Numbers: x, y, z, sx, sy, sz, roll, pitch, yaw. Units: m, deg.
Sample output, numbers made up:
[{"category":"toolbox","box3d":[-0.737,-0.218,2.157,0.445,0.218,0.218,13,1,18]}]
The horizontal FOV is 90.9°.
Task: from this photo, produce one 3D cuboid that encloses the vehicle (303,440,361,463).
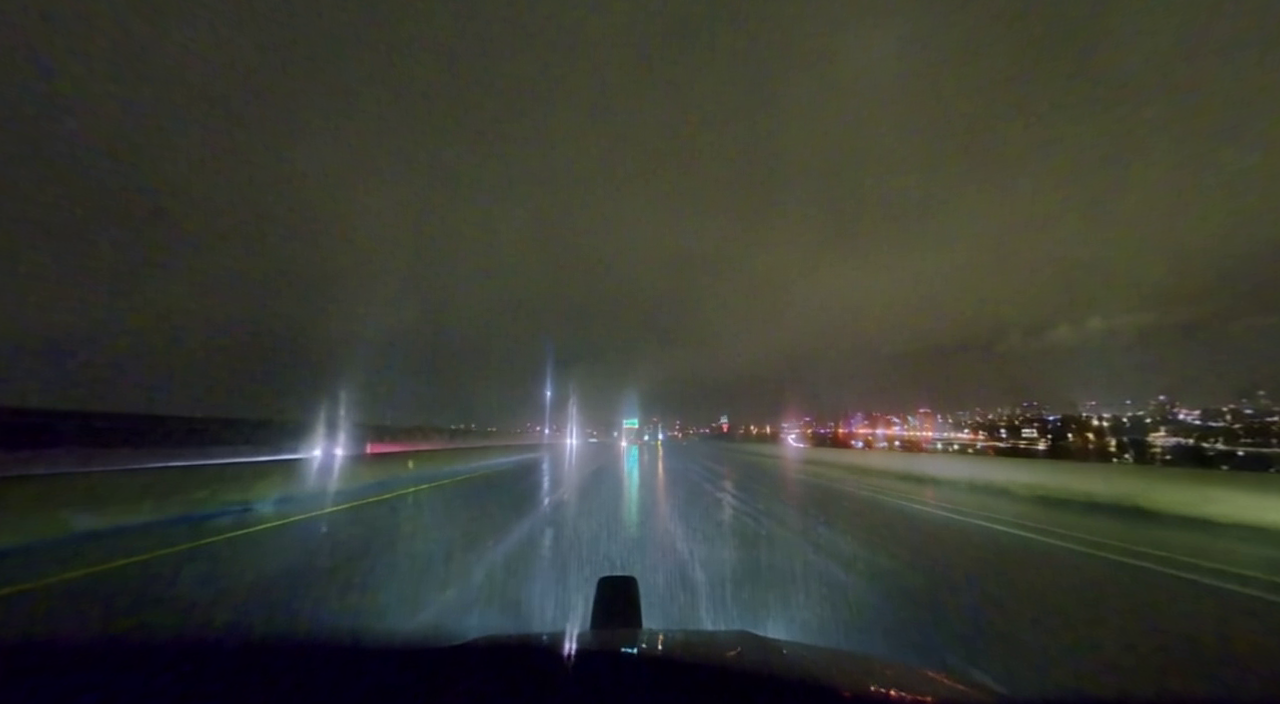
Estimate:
[{"category":"vehicle","box3d":[-23.289,7.520,47.883,2.234,1.621,4.333,0,-8,-1]}]
